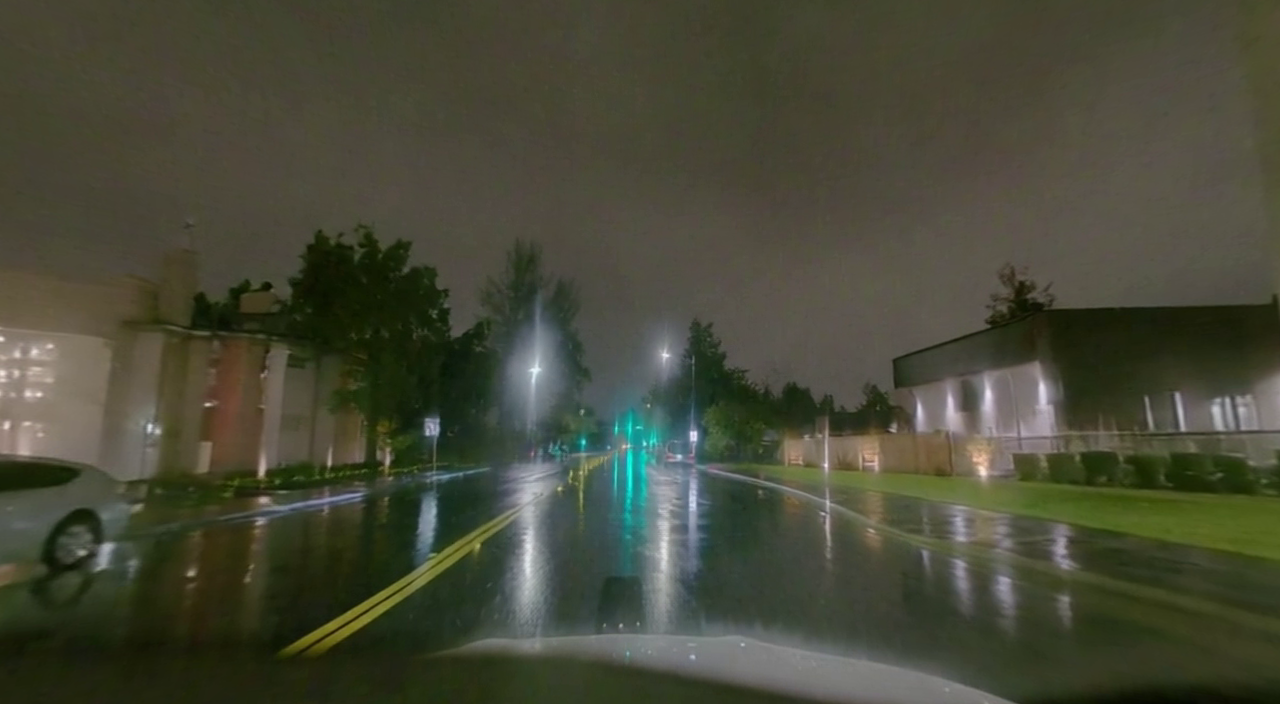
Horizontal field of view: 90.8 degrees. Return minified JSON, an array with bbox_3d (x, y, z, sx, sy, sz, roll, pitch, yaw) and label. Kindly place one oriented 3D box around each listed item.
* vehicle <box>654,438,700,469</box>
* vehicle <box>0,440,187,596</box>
[{"bbox_3d":[2.247,6.345,39.696,2.248,1.821,5.021,0,-8,-4],"label":"vehicle"},{"bbox_3d":[-7.397,1.810,6.844,1.928,1.537,4.439,-4,-8,-3],"label":"vehicle"}]
